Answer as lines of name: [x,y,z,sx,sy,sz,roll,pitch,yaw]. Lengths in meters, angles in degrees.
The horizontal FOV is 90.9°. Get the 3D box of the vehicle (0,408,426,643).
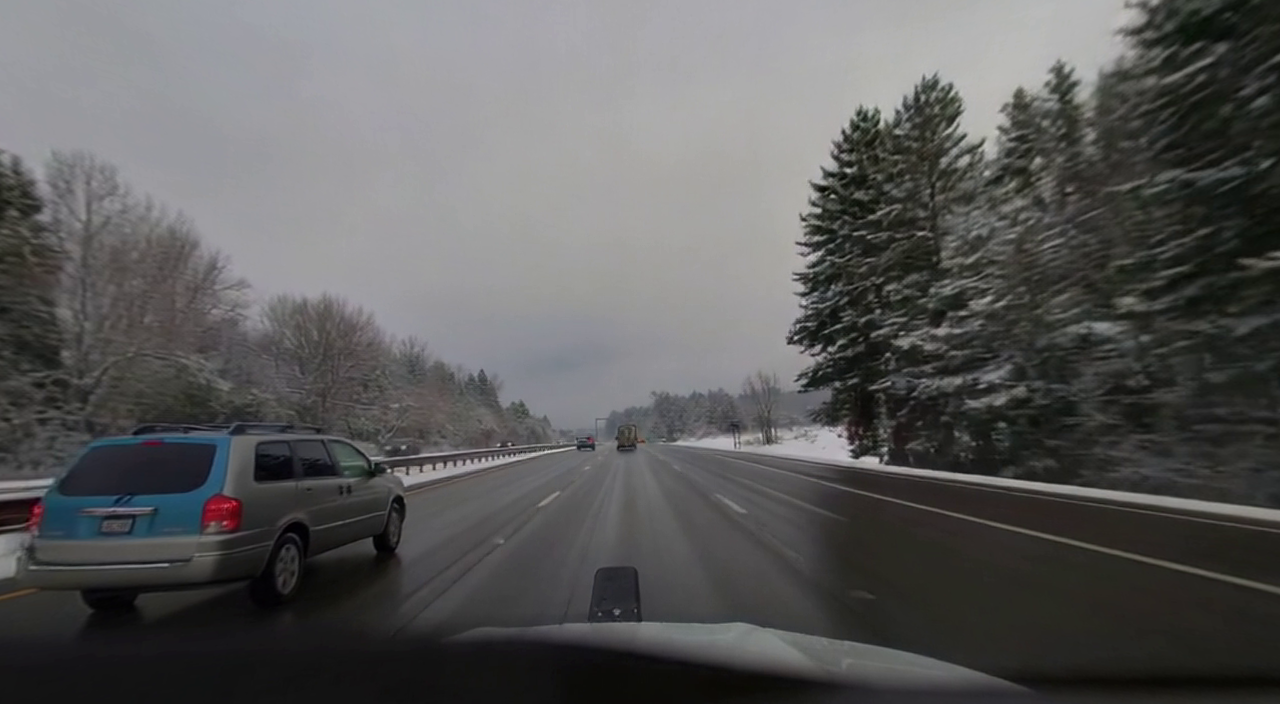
vehicle: [-3.753,1.387,6.125,1.931,1.483,4.105,0,-8,-1]
